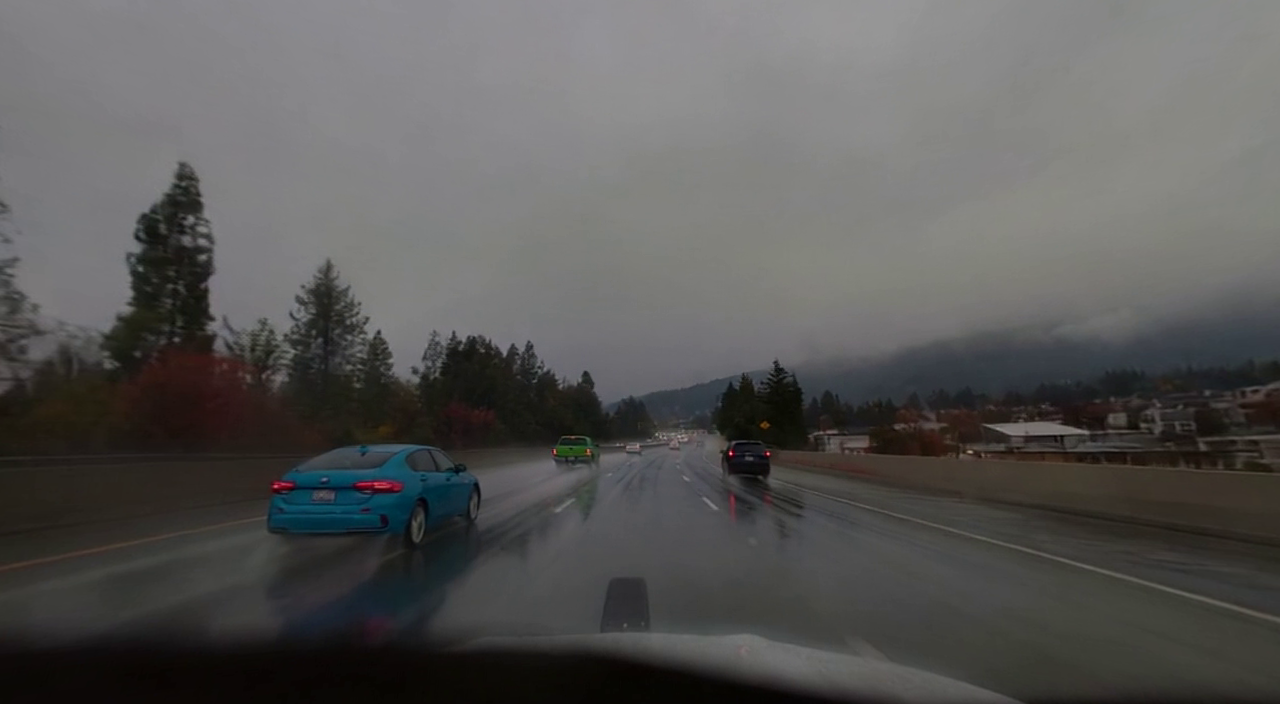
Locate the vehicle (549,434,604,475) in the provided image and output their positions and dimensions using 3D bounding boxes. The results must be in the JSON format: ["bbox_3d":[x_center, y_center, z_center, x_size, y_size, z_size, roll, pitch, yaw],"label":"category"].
[{"bbox_3d":[-3.014,5.017,30.999,2.122,1.847,4.696,0,-8,1],"label":"vehicle"}]

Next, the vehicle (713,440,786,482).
[{"bbox_3d":[4.150,4.213,24.632,2.100,1.472,4.533,0,-8,1],"label":"vehicle"}]

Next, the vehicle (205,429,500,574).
[{"bbox_3d":[-3.483,1.885,8.813,1.948,1.475,4.461,0,-8,1],"label":"vehicle"}]
